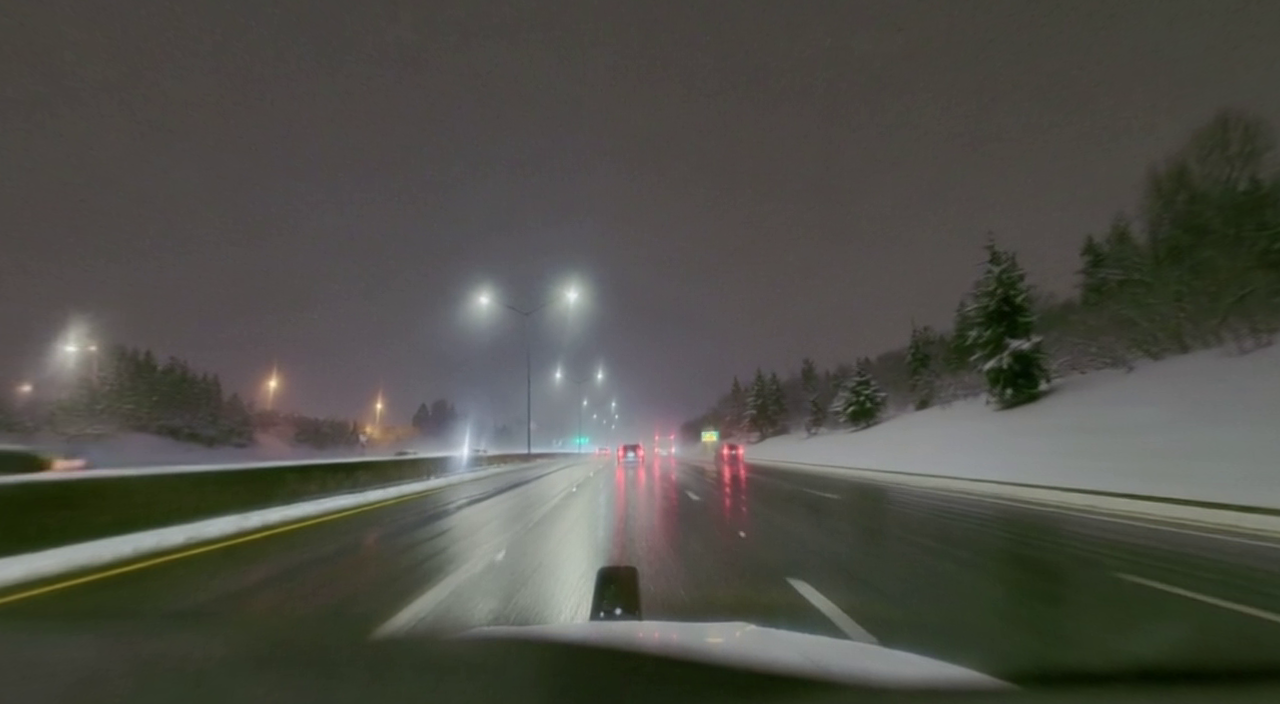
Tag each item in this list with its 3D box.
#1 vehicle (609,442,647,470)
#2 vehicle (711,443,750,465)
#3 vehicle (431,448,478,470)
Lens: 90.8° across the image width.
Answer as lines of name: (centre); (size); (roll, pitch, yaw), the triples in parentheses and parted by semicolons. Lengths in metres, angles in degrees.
vehicle: (-0.696, 5.845, 35.685); (1.985, 1.457, 4.227); (0, -8, -2)
vehicle: (6.406, 7.270, 45.228); (1.935, 1.478, 4.433); (0, -8, -2)
vehicle: (-13.692, 7.887, 46.861); (2.147, 1.491, 4.725); (0, -8, -1)
